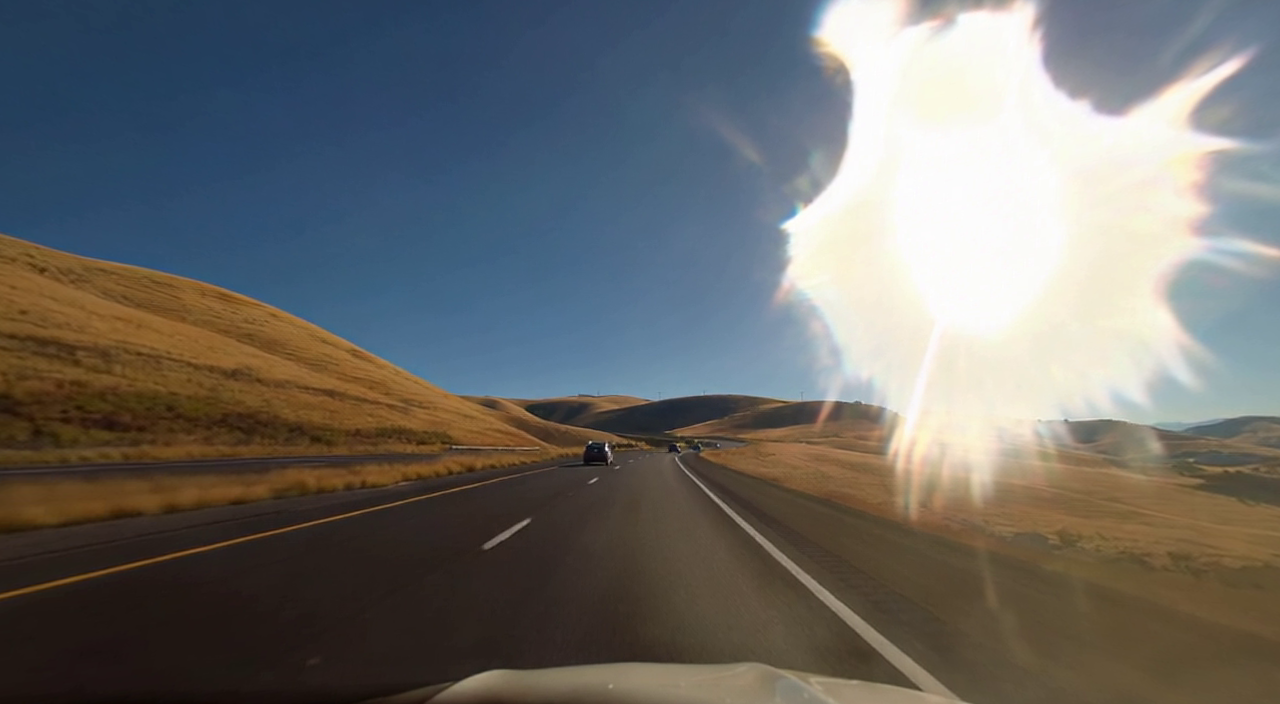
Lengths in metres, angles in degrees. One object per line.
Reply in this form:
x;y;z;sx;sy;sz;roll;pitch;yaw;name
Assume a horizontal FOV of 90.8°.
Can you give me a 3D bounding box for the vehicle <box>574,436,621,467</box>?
-2.489;5.973;38.140;2.252;1.743;4.560;-1;-8;3;vehicle
